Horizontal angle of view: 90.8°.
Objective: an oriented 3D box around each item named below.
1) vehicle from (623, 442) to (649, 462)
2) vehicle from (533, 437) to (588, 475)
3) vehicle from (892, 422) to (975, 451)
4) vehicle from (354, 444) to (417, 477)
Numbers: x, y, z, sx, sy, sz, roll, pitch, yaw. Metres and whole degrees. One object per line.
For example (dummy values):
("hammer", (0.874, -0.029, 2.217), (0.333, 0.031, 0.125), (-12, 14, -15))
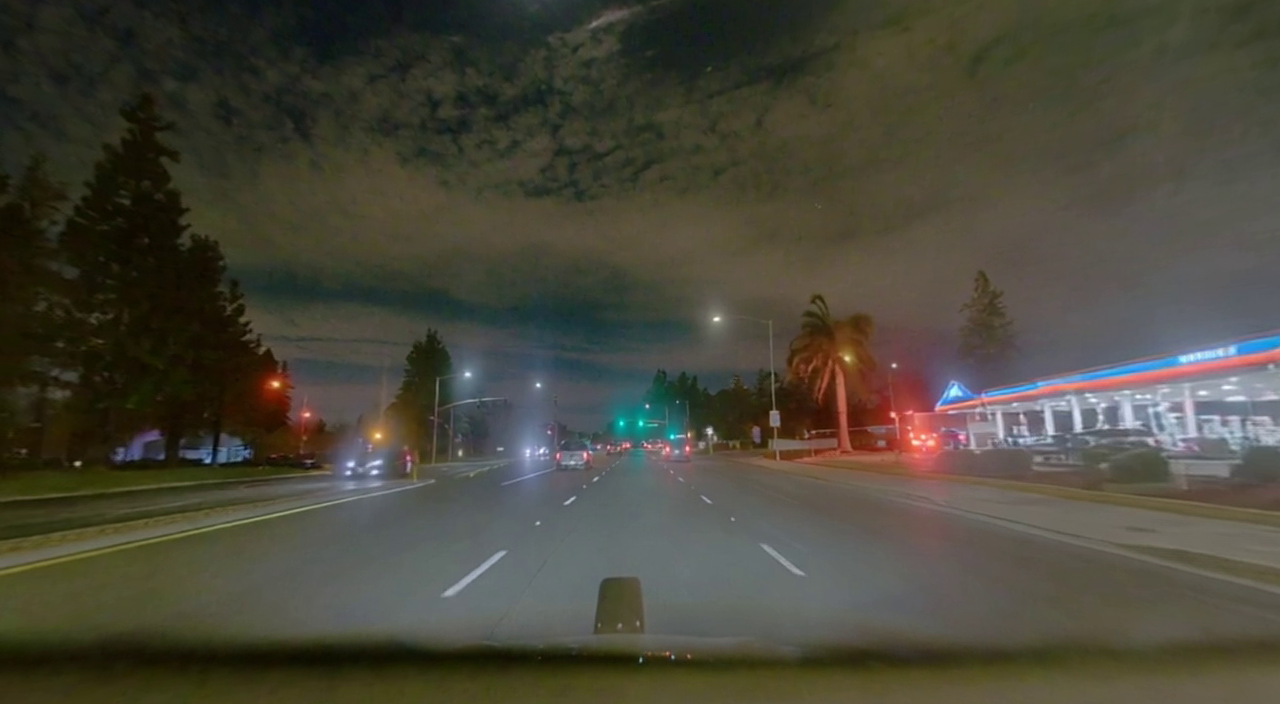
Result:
("vehicle", (-0.365, 7.892, 49.909), (1.976, 1.509, 3.647), (0, -8, -2))
("vehicle", (-3.739, 5.001, 30.537), (2.040, 1.661, 4.573), (0, -8, 0))
("vehicle", (23.032, 6.665, 49.743), (5.314, 2.134, 2.261), (0, -8, 1))
("vehicle", (-14.790, 6.320, 36.968), (1.891, 1.670, 4.333), (-4, -8, 0))
